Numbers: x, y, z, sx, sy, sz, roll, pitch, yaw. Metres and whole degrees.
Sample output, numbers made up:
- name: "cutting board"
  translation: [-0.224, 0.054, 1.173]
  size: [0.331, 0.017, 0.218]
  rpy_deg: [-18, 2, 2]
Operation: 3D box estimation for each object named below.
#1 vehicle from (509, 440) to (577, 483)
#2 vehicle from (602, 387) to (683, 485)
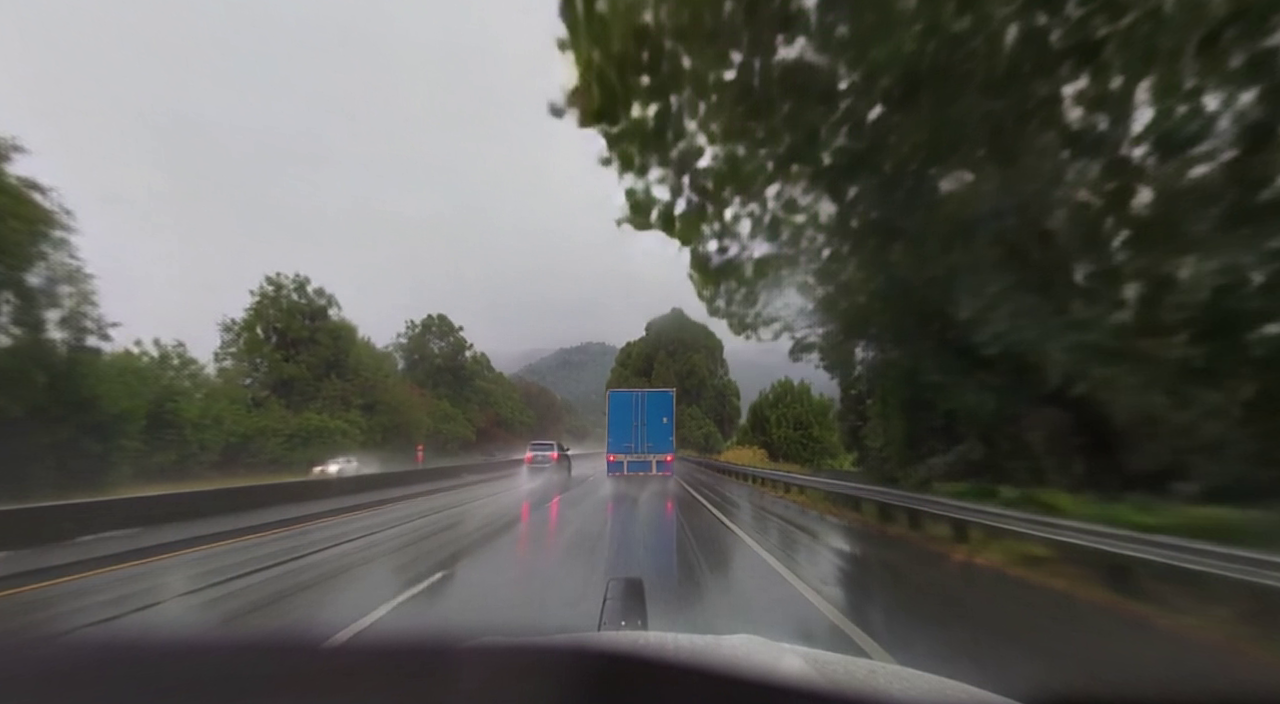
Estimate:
- name: "vehicle"
  translation: [-3.965, 4.571, 26.562]
  size: [2.160, 1.661, 4.388]
  rpy_deg: [0, -9, 0]
- name: "vehicle"
  translation: [-0.010, 3.696, 27.183]
  size: [2.913, 3.530, 8.648]
  rpy_deg: [0, -9, -1]
